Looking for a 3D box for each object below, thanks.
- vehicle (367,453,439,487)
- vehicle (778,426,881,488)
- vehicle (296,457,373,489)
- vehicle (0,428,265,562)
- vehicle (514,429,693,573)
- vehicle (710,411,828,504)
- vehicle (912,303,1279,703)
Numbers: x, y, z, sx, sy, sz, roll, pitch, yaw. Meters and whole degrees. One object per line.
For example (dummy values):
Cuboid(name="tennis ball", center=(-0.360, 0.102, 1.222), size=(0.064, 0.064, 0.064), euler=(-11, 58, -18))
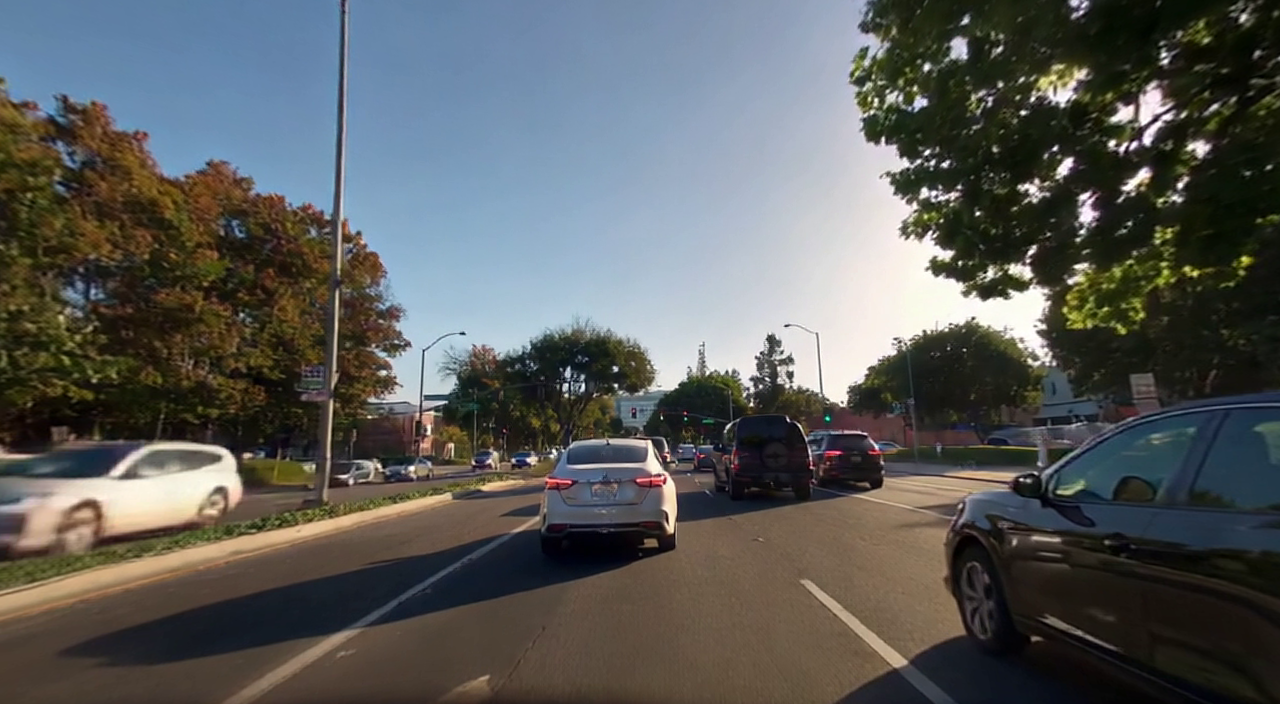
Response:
Cuboid(name="vehicle", center=(-12.316, 6.138, 32.972), size=(1.926, 1.598, 4.509), euler=(0, -9, 2))
Cuboid(name="vehicle", center=(7.497, 4.230, 25.604), size=(2.627, 2.252, 5.236), euler=(0, -8, 1))
Cuboid(name="vehicle", center=(-16.101, 6.359, 33.321), size=(1.853, 1.485, 4.221), euler=(0, -8, 1))
Cuboid(name="vehicle", center=(-9.483, 2.481, 11.753), size=(1.979, 1.987, 4.542), euler=(0, -9, 1))
Cuboid(name="vehicle", center=(-0.405, 2.066, 9.503), size=(2.111, 1.676, 4.018), euler=(0, -8, 1))
Cuboid(name="vehicle", center=(3.802, 3.254, 19.818), size=(2.516, 2.481, 5.766), euler=(0, -8, 0))
Cuboid(name="vehicle", center=(3.257, 0.936, 2.977), size=(1.982, 1.960, 4.427), euler=(0, -8, 1))
